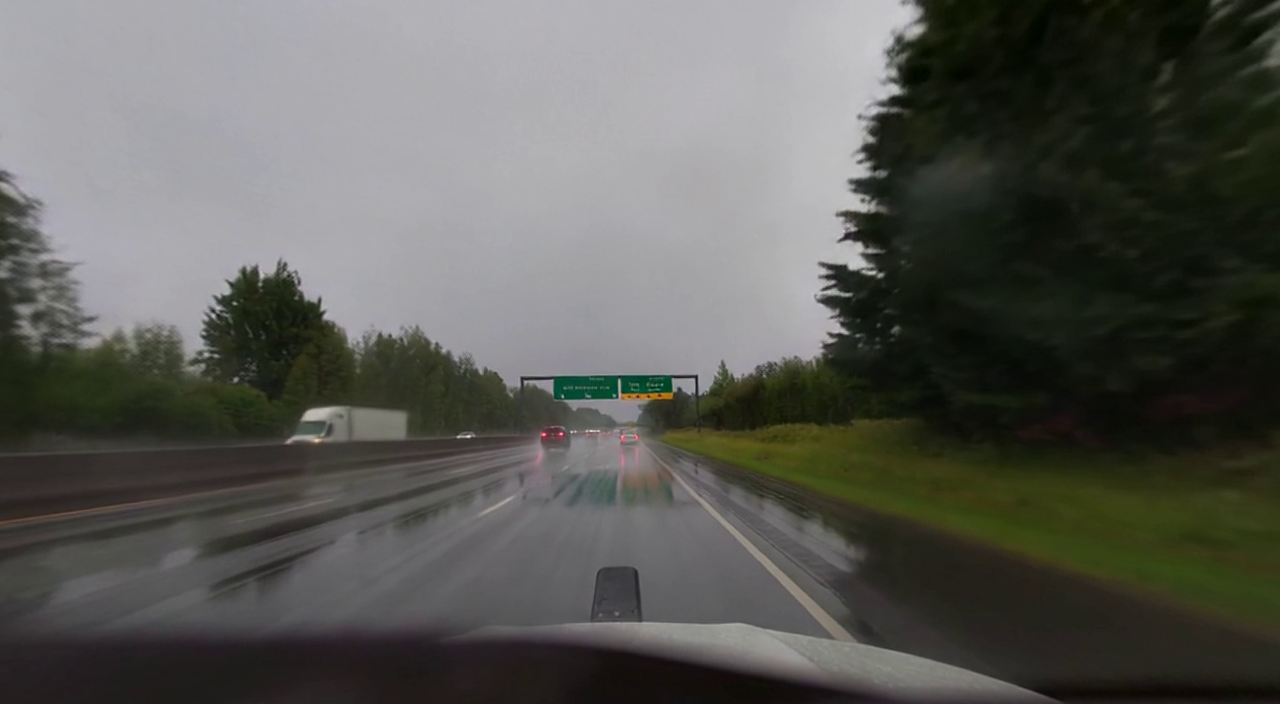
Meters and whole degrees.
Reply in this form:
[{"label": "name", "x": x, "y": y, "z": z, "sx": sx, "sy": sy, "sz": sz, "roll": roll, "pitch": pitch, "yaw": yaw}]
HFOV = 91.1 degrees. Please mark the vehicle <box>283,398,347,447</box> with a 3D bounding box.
[{"label": "vehicle", "x": -24.201, "y": 5.295, "z": 46.973, "sx": 2.906, "sy": 3.475, "sz": 3.315, "roll": 0, "pitch": -8, "yaw": -1}]
